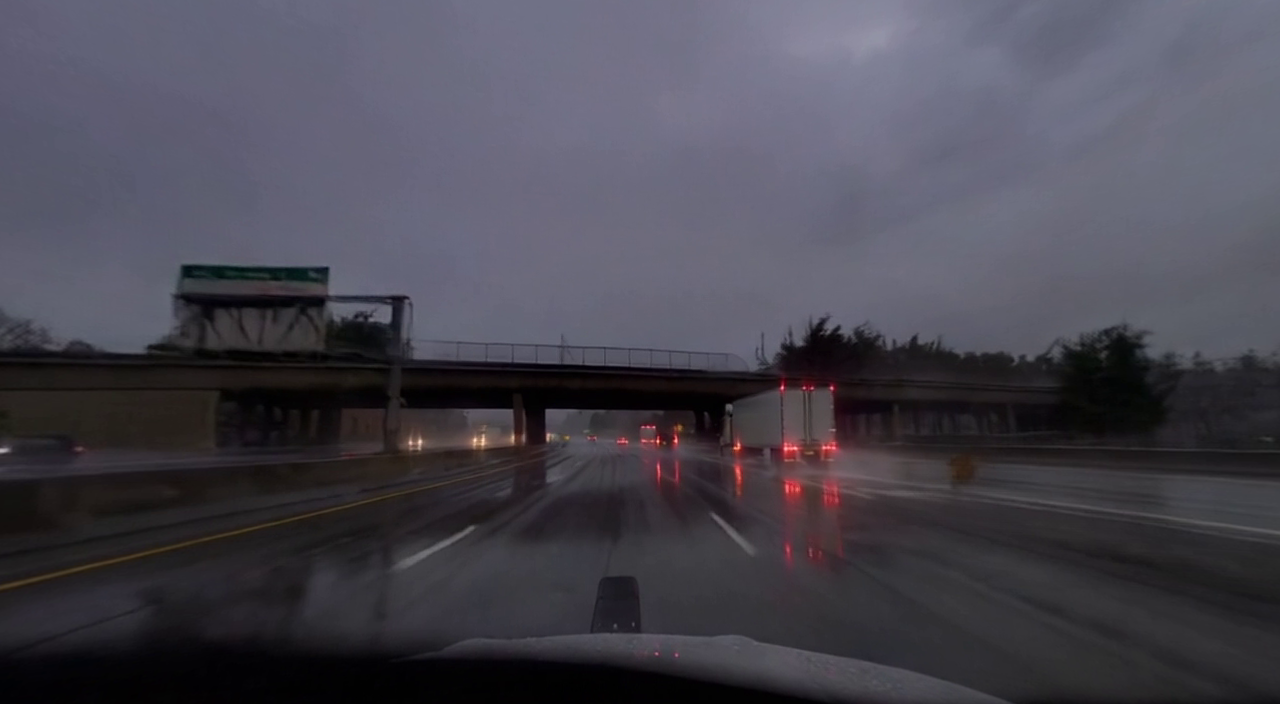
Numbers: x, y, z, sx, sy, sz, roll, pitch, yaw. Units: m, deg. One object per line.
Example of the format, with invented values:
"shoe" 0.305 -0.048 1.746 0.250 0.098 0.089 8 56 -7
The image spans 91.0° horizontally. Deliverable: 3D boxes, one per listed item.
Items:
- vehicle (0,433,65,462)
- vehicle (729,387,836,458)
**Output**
"vehicle" -34.563 5.236 34.483 1.774 1.499 4.516 -1 -8 2
"vehicle" 9.155 5.010 42.873 2.855 4.053 13.328 0 -8 -6
